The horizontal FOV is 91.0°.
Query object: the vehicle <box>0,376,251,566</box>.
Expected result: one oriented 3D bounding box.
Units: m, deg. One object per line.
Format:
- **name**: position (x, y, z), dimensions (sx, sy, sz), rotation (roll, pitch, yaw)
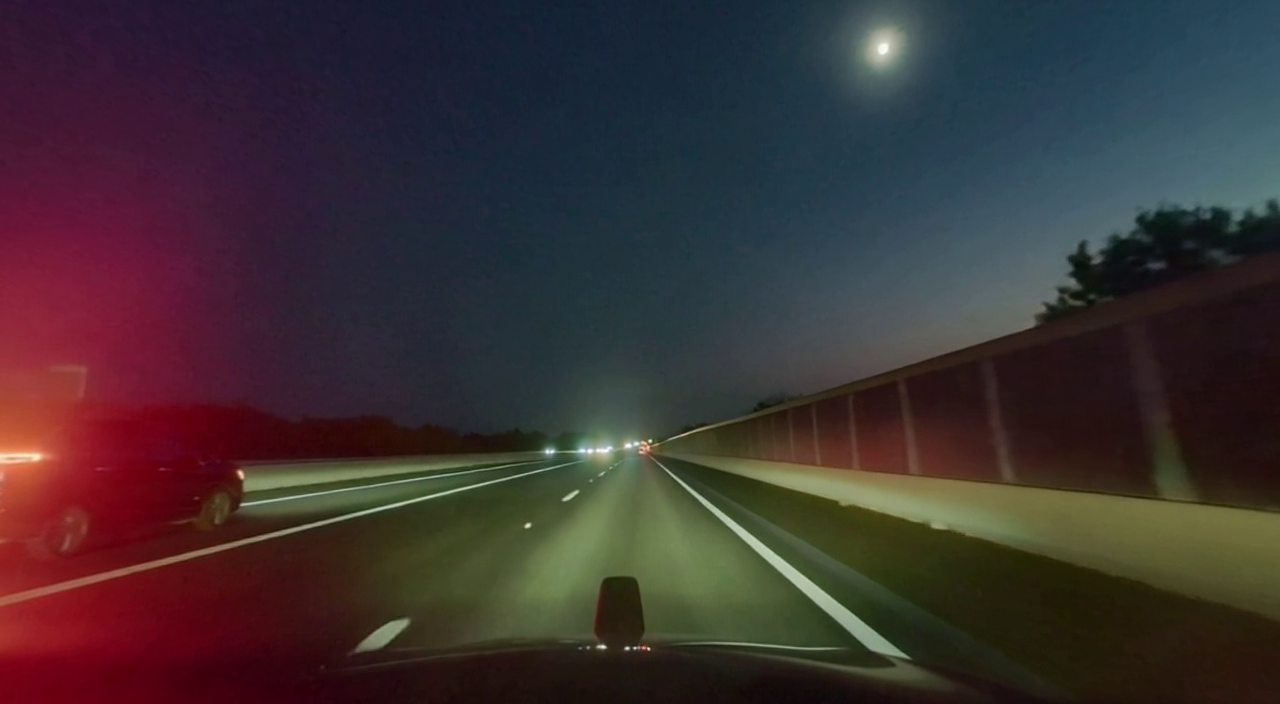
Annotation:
- **vehicle**: position (-7.697, 1.465, 8.087), dimensions (2.163, 1.947, 4.959), rotation (0, -9, 0)
